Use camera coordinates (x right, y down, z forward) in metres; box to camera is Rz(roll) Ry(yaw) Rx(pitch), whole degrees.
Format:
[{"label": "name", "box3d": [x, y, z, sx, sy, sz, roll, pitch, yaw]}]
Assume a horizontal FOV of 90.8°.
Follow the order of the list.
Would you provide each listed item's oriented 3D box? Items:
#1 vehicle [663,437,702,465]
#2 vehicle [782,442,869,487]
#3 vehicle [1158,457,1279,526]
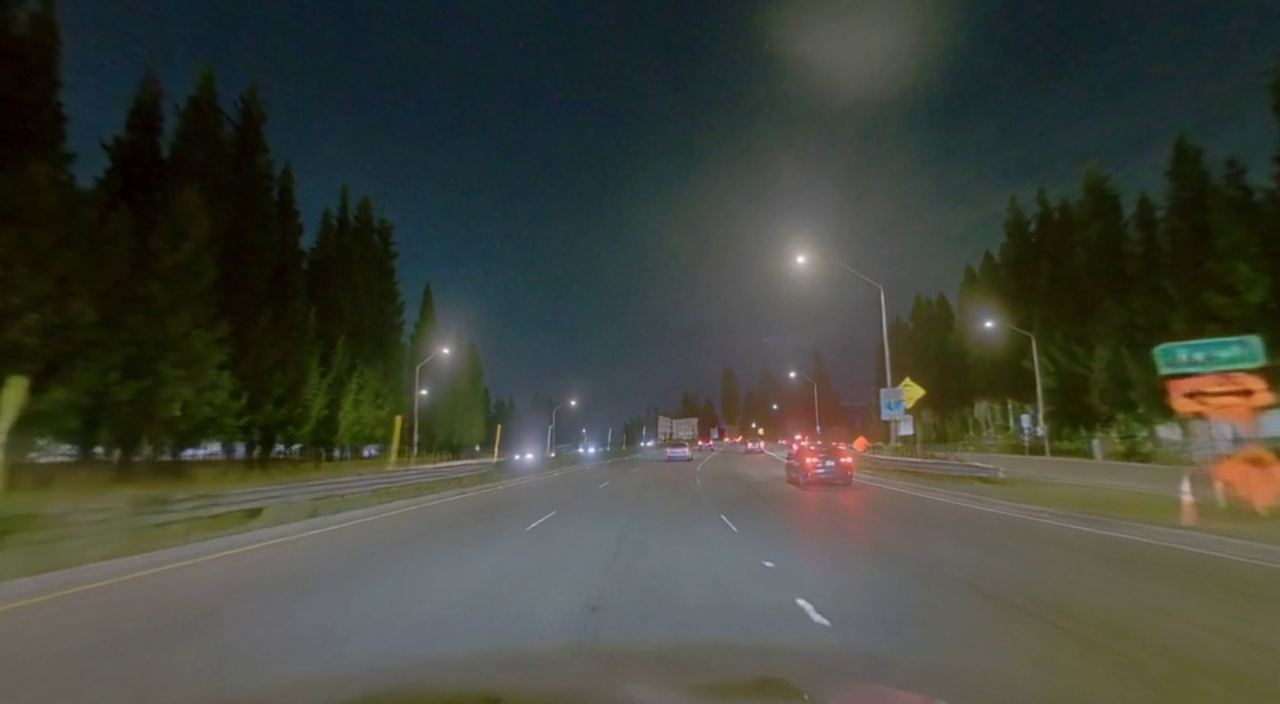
[{"label": "vehicle", "box3d": [2.806, 6.388, 40.779, 2.201, 1.676, 4.541, -1, -8, 7]}, {"label": "vehicle", "box3d": [6.628, 4.045, 23.067, 2.044, 1.474, 4.083, 0, -8, 2]}, {"label": "vehicle", "box3d": [11.818, 2.248, 10.186, 3.503, 1.020, 4.269, -1, -9, 5]}]
